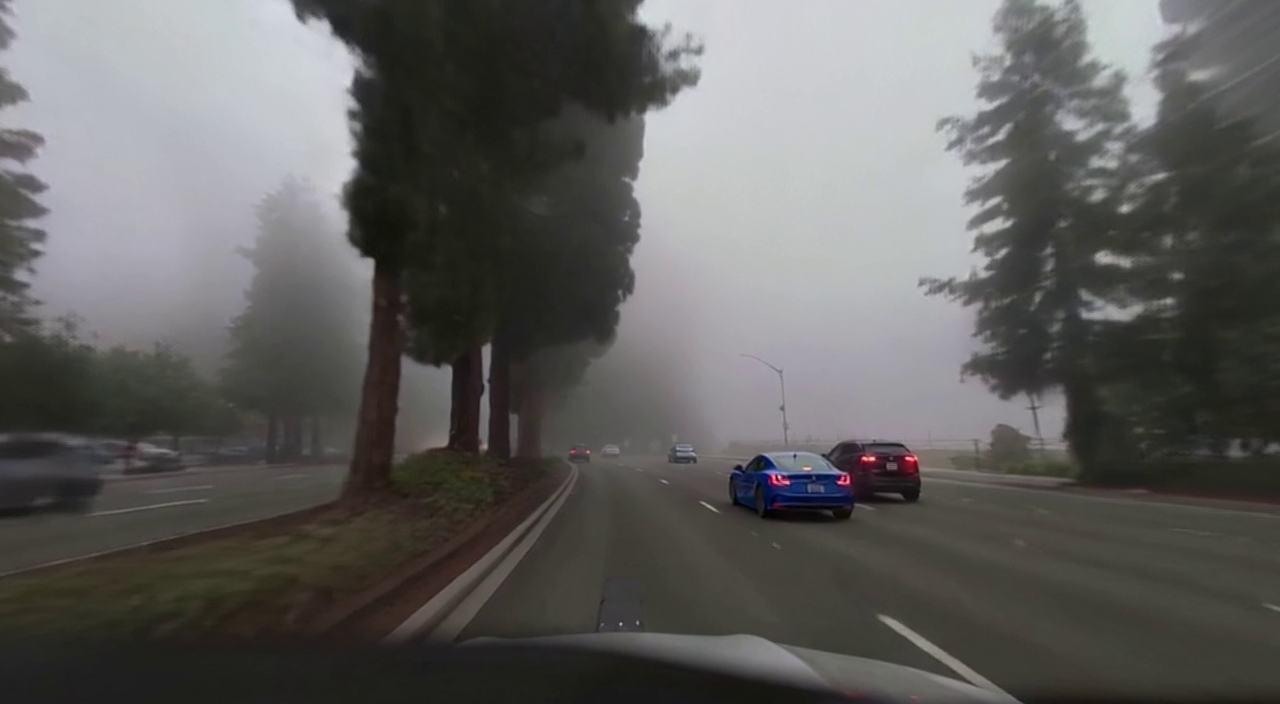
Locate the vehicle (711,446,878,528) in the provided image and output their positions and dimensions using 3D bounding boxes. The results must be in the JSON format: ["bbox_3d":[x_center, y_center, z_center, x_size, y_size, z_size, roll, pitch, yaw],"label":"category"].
[{"bbox_3d":[2.861,2.598,12.854,1.990,1.347,4.388,1,-9,-4],"label":"vehicle"}]

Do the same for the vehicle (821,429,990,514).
[{"bbox_3d":[6.120,2.795,15.276,1.987,1.730,4.373,0,-9,-3],"label":"vehicle"}]

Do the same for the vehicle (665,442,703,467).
[{"bbox_3d":[3.077,7.285,45.060,1.931,1.685,4.054,1,-9,-8],"label":"vehicle"}]

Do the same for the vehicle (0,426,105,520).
[{"bbox_3d":[-11.085,1.866,9.663,1.921,1.472,4.550,0,-9,-2],"label":"vehicle"}]
